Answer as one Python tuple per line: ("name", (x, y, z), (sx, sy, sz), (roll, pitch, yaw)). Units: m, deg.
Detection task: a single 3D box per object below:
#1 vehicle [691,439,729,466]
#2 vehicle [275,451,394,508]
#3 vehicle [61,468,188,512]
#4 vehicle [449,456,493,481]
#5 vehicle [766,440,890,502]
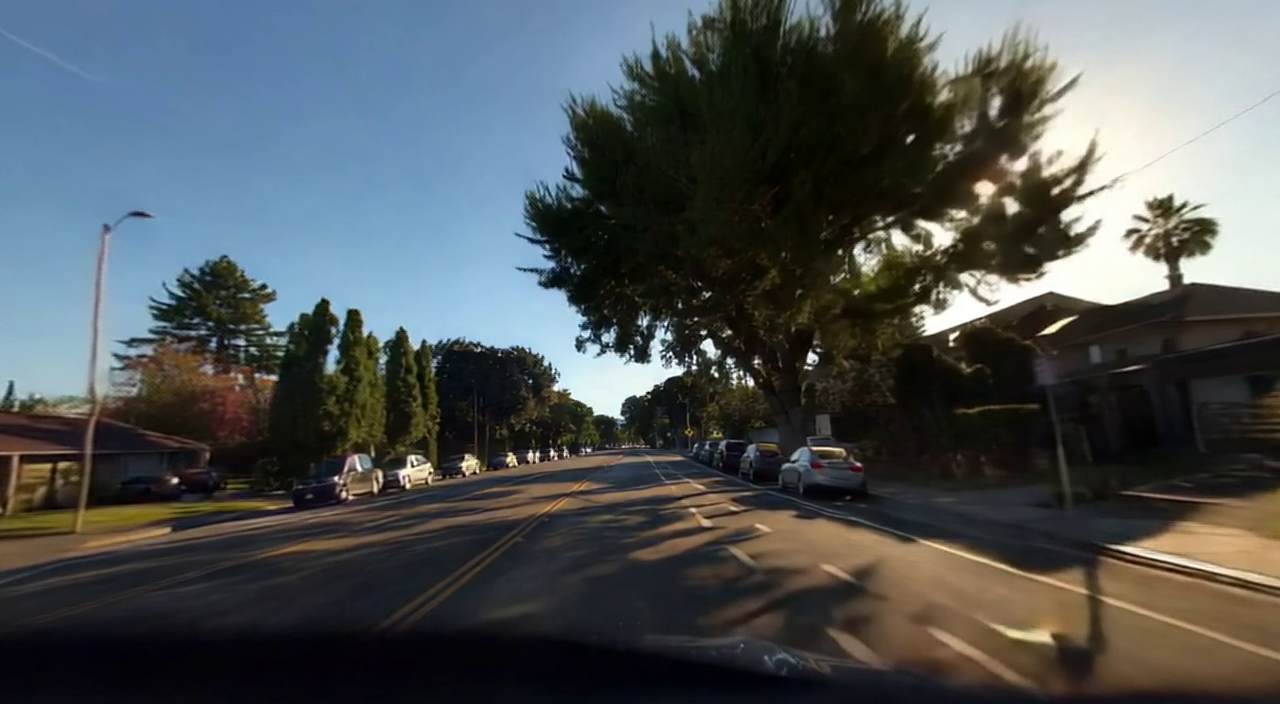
("vehicle", (4.596, 6.697, 42.168), (1.919, 1.698, 4.747), (0, -9, 0))
("vehicle", (-12.271, 5.134, 25.905), (2.156, 1.935, 5.464), (-3, -10, 0))
("vehicle", (-22.046, 5.893, 27.263), (1.823, 1.595, 4.174), (-1, -9, 3))
("vehicle", (-12.596, 8.684, 47.269), (1.972, 1.475, 4.503), (-6, -9, 0))
("vehicle", (4.946, 3.197, 17.408), (1.923, 1.454, 4.460), (0, -9, -2))
